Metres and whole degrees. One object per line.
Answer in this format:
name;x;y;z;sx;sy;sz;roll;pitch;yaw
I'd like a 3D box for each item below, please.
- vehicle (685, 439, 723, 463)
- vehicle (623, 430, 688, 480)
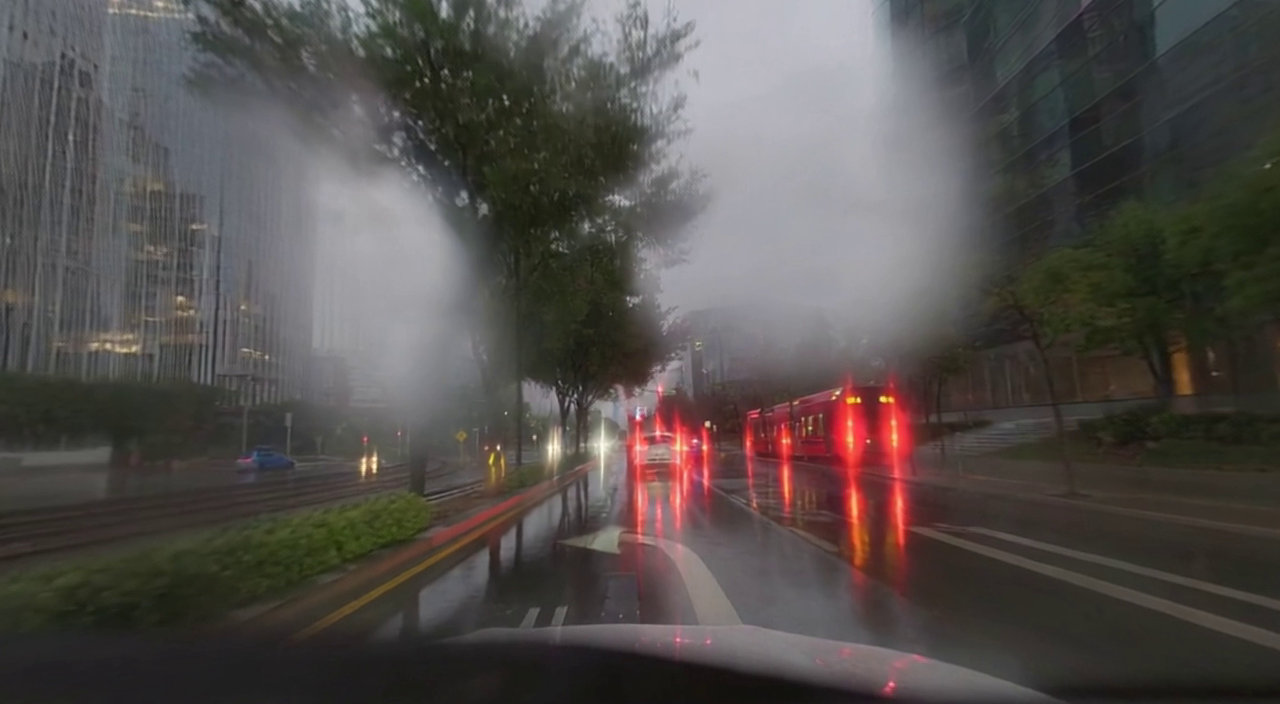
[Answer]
vehicle;4.051;6.358;40.471;1.916;1.466;4.529;0;-9;-1
vehicle;0.499;3.823;23.453;2.190;1.684;4.084;0;-9;0
